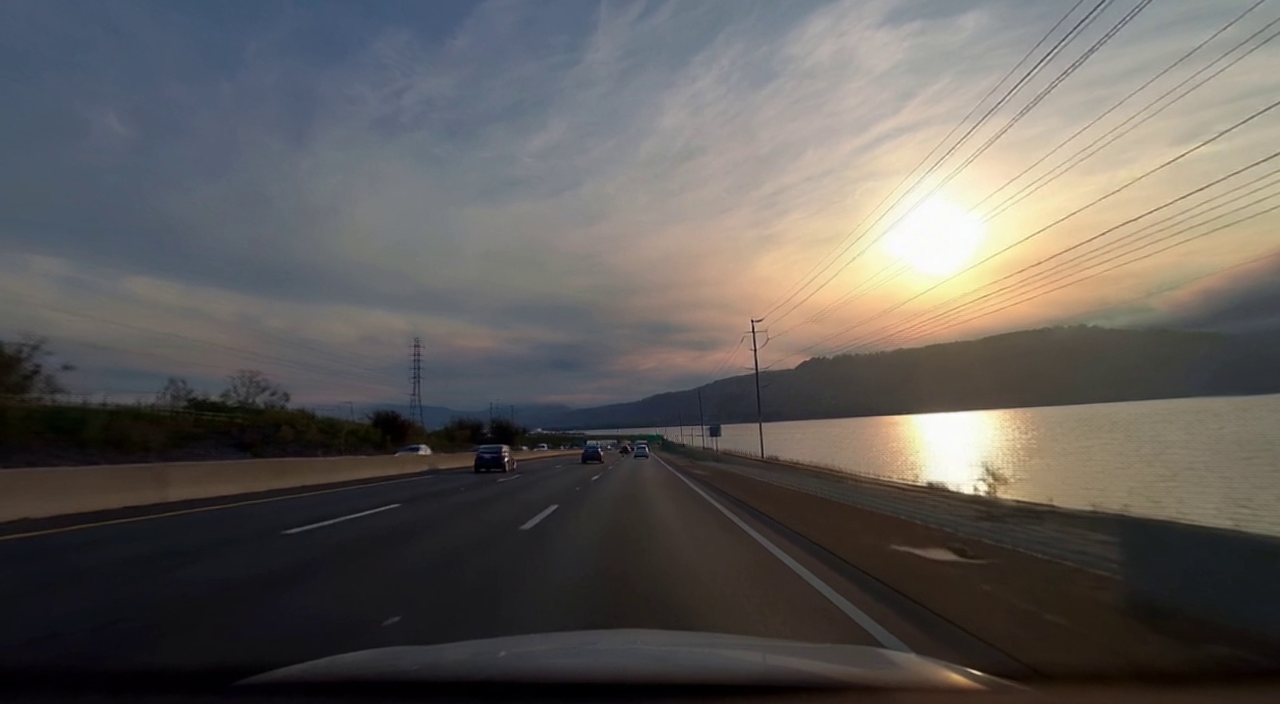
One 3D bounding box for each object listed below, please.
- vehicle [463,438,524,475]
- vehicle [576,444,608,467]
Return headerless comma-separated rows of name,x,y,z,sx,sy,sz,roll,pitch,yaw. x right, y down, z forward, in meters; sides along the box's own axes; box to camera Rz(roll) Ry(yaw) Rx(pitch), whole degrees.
vehicle,-7.432,5.354,32.526,2.050,1.717,4.418,0,-9,1
vehicle,-3.404,7.432,45.491,1.957,1.494,4.207,0,-9,1
